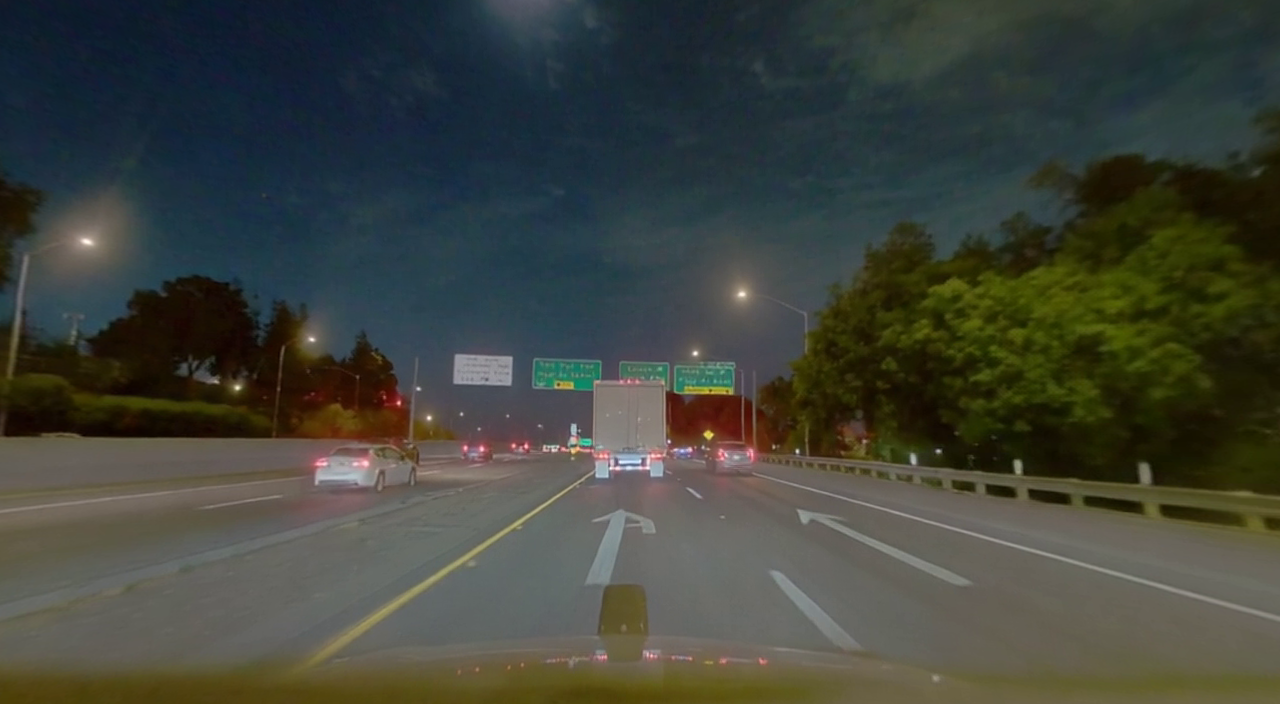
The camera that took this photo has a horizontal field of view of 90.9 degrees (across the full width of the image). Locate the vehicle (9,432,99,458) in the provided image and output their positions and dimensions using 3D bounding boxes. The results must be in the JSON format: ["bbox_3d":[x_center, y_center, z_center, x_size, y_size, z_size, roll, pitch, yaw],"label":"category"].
[{"bbox_3d":[-38.859,6.168,41.965,1.824,1.623,4.444,0,-8,-3],"label":"vehicle"}]

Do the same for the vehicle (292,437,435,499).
[{"bbox_3d":[-7.684,3.243,18.188,2.057,1.506,4.829,0,-8,-1],"label":"vehicle"}]

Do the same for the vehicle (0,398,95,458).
[{"bbox_3d":[-42.367,5.295,43.281,2.948,3.750,7.867,0,-8,-3],"label":"vehicle"}]

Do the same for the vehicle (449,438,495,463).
[{"bbox_3d":[-12.132,7.135,45.933,2.119,1.747,5.121,0,-8,-2],"label":"vehicle"}]

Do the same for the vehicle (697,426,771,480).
[{"bbox_3d":[3.733,4.127,26.067,2.174,1.968,5.016,0,-8,-1],"label":"vehicle"}]

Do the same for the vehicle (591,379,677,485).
[{"bbox_3d":[-0.282,3.460,26.845,2.916,3.584,10.841,0,-8,-1],"label":"vehicle"}]
